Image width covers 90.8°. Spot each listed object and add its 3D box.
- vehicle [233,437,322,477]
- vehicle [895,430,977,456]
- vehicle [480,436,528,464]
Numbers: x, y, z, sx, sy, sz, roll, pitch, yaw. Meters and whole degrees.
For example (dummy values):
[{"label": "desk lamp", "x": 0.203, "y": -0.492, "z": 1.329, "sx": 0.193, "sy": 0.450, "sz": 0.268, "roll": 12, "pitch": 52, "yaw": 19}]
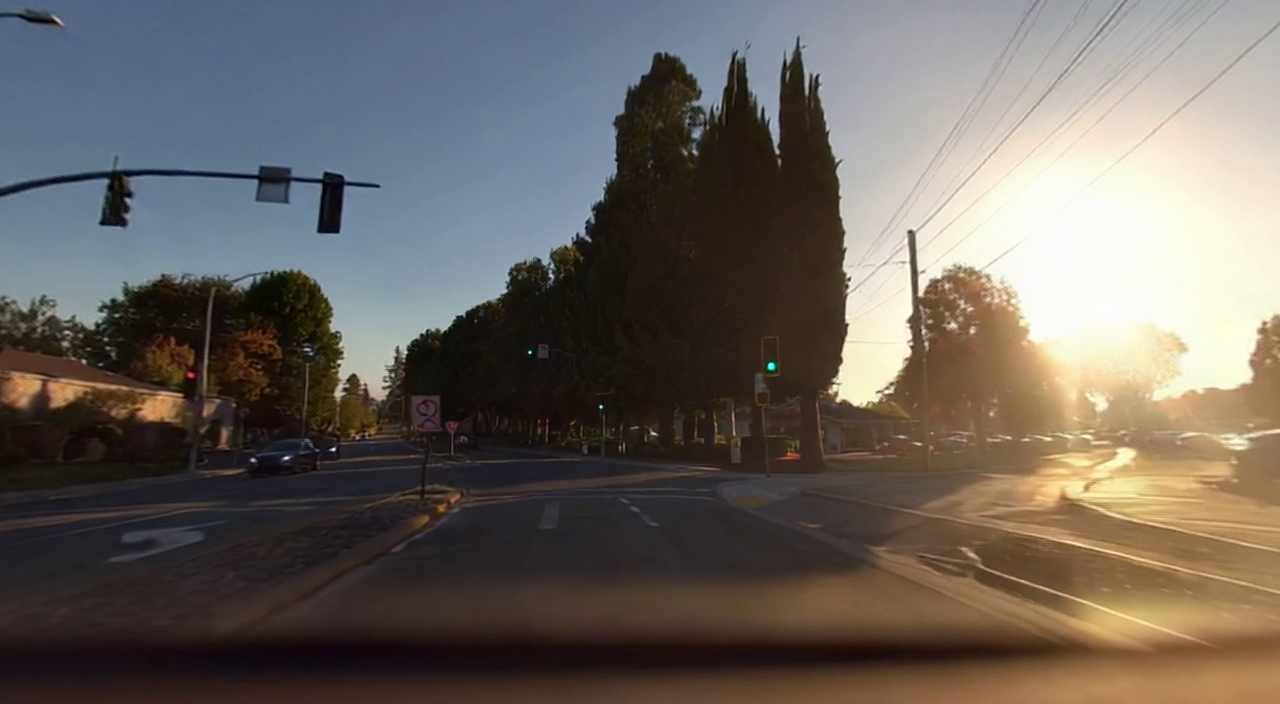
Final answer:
[{"label": "vehicle", "x": -15.129, "y": 4.349, "z": 26.691, "sx": 2.207, "sy": 1.503, "sz": 4.561, "roll": 2, "pitch": -8, "yaw": -17}, {"label": "vehicle", "x": 19.950, "y": 6.132, "z": 42.711, "sx": 4.544, "sy": 1.630, "sz": 2.055, "roll": -1, "pitch": -8, "yaw": 8}, {"label": "vehicle", "x": -7.915, "y": 5.642, "z": 36.603, "sx": 2.094, "sy": 1.500, "sz": 3.682, "roll": 3, "pitch": -8, "yaw": -21}]
